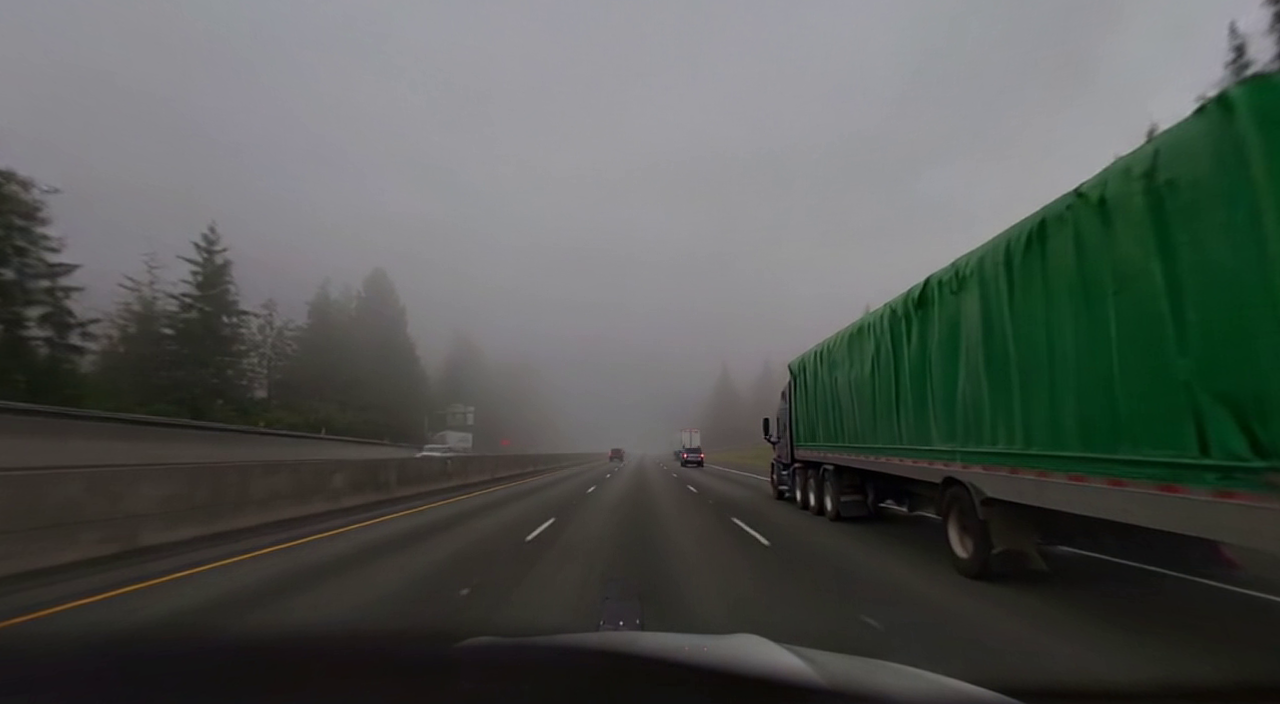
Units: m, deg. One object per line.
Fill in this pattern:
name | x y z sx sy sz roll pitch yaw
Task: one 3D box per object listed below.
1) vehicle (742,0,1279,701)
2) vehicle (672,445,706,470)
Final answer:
vehicle | 4.645 0.504 9.630 3.115 4.407 17.026 0 -9 -1
vehicle | 3.307 7.142 42.979 2.019 1.601 3.953 0 -9 1
